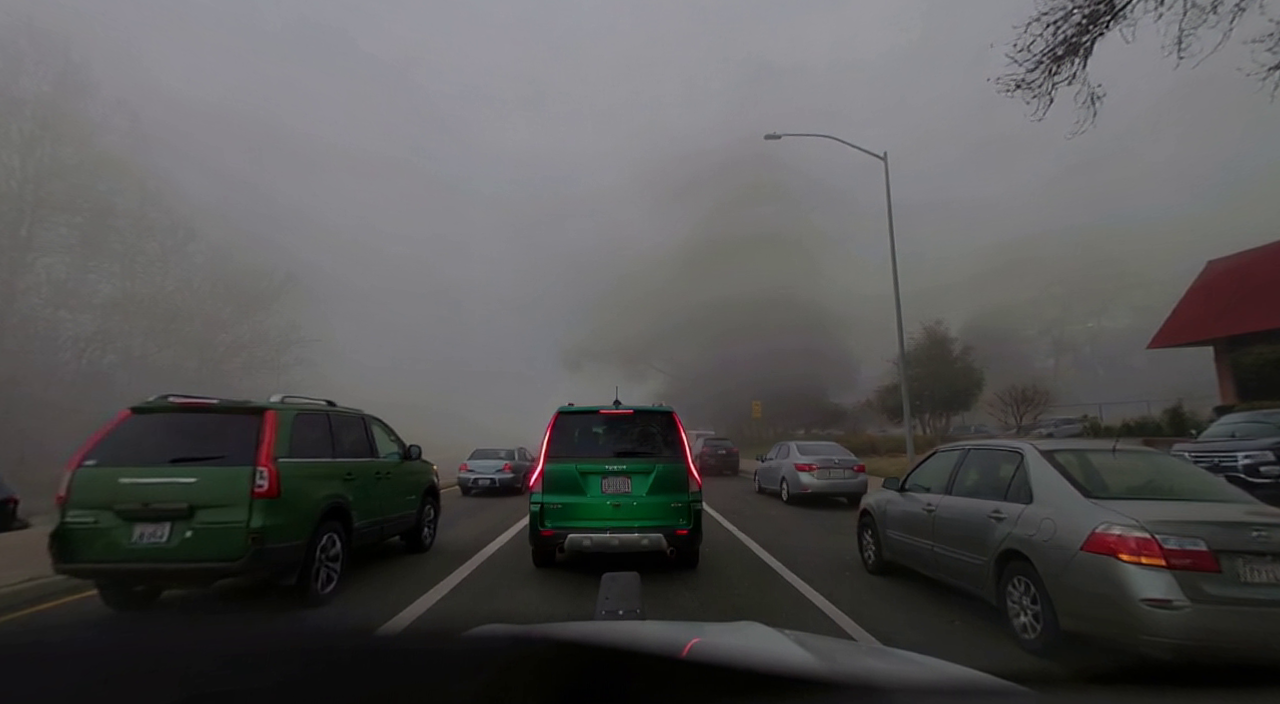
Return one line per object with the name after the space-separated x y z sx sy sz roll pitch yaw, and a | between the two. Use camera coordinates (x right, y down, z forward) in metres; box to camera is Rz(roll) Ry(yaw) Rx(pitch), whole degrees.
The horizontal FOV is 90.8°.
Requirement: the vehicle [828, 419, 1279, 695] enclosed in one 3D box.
3.360 1.437 5.678 1.900 1.477 4.352 0 -9 -1 | vehicle

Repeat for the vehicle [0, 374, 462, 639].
-3.673 1.411 6.739 2.231 1.853 4.461 0 -9 0 | vehicle

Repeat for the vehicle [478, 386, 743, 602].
-0.293 1.514 7.532 2.238 1.825 4.190 0 -9 -1 | vehicle

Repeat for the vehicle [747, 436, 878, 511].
3.917 2.820 15.163 1.875 1.521 4.192 0 -9 -1 | vehicle
